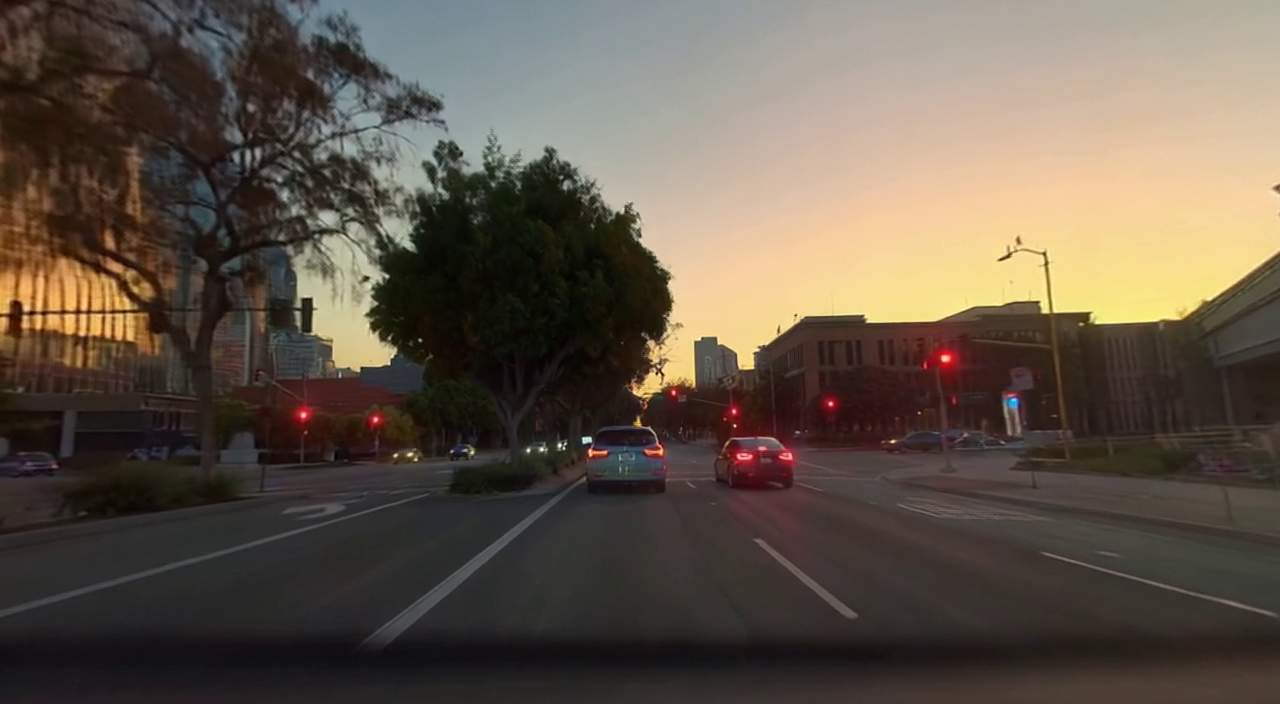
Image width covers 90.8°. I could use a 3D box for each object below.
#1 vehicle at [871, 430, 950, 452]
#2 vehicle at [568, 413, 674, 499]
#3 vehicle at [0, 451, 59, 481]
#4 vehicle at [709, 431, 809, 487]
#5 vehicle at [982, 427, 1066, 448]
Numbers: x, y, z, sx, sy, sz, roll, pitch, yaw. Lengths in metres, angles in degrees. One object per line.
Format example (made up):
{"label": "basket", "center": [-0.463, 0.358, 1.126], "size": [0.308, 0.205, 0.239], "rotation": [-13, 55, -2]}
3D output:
{"label": "vehicle", "center": [19.396, 6.382, 45.359], "size": [4.851, 1.517, 1.720], "rotation": [0, -9, -3]}
{"label": "vehicle", "center": [-0.435, 2.606, 16.075], "size": [2.313, 1.860, 4.319], "rotation": [0, -9, -1]}
{"label": "vehicle", "center": [-39.694, 7.172, 39.549], "size": [4.610, 1.691, 2.034], "rotation": [-3, -8, -2]}
{"label": "vehicle", "center": [3.395, 3.177, 19.041], "size": [2.080, 1.472, 4.401], "rotation": [0, -9, -1]}
{"label": "vehicle", "center": [27.514, 6.136, 45.334], "size": [4.766, 1.462, 1.872], "rotation": [0, -9, 0]}
